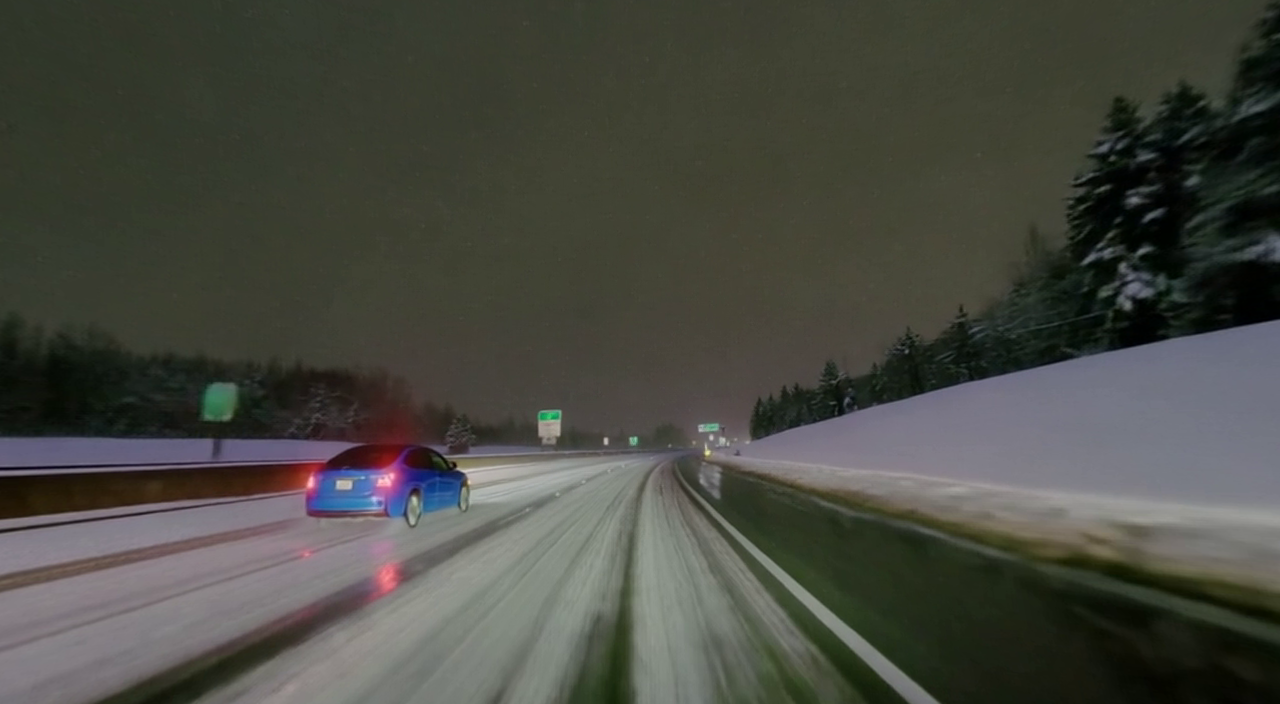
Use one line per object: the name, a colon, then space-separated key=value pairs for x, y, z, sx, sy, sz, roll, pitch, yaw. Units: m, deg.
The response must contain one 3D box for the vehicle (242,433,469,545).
vehicle: x=-4.369 y=2.142 z=10.465 sx=1.928 sy=1.504 sz=3.745 roll=0 pitch=-9 yaw=1
